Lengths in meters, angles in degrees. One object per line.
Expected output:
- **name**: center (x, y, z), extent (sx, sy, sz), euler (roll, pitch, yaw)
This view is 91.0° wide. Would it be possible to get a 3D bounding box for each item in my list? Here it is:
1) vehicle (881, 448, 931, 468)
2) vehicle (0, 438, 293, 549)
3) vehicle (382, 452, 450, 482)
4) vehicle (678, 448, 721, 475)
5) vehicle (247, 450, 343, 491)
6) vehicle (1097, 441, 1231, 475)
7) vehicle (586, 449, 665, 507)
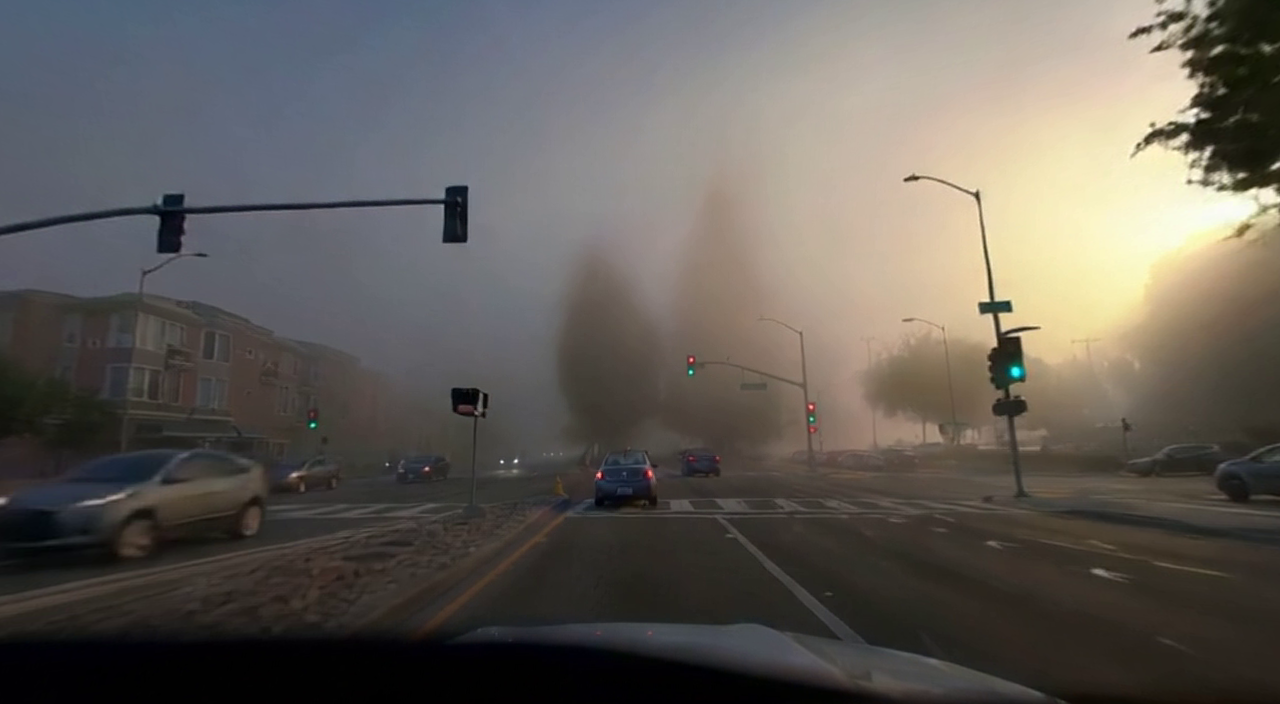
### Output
- **vehicle**: center (19.936, 7.922, 47.065), extent (1.932, 1.430, 4.203), euler (-8, -12, 43)
- **vehicle**: center (-8.507, 2.377, 11.287), extent (1.966, 1.571, 4.479), euler (0, -9, 0)
- **vehicle**: center (-12.054, 6.213, 34.230), extent (1.963, 1.504, 4.640), euler (0, -9, 0)
- **vehicle**: center (3.437, 6.378, 36.866), extent (2.023, 1.506, 3.816), euler (0, -9, -2)
- **vehicle**: center (-15.840, 5.441, 29.190), extent (1.922, 1.717, 4.366), euler (0, -9, 0)
- **vehicle**: center (26.007, 5.285, 31.388), extent (4.665, 1.612, 1.937), euler (-1, -9, 8)
- **vehicle**: center (-0.382, 3.512, 18.067), extent (2.010, 1.447, 4.121), euler (0, -9, -1)
